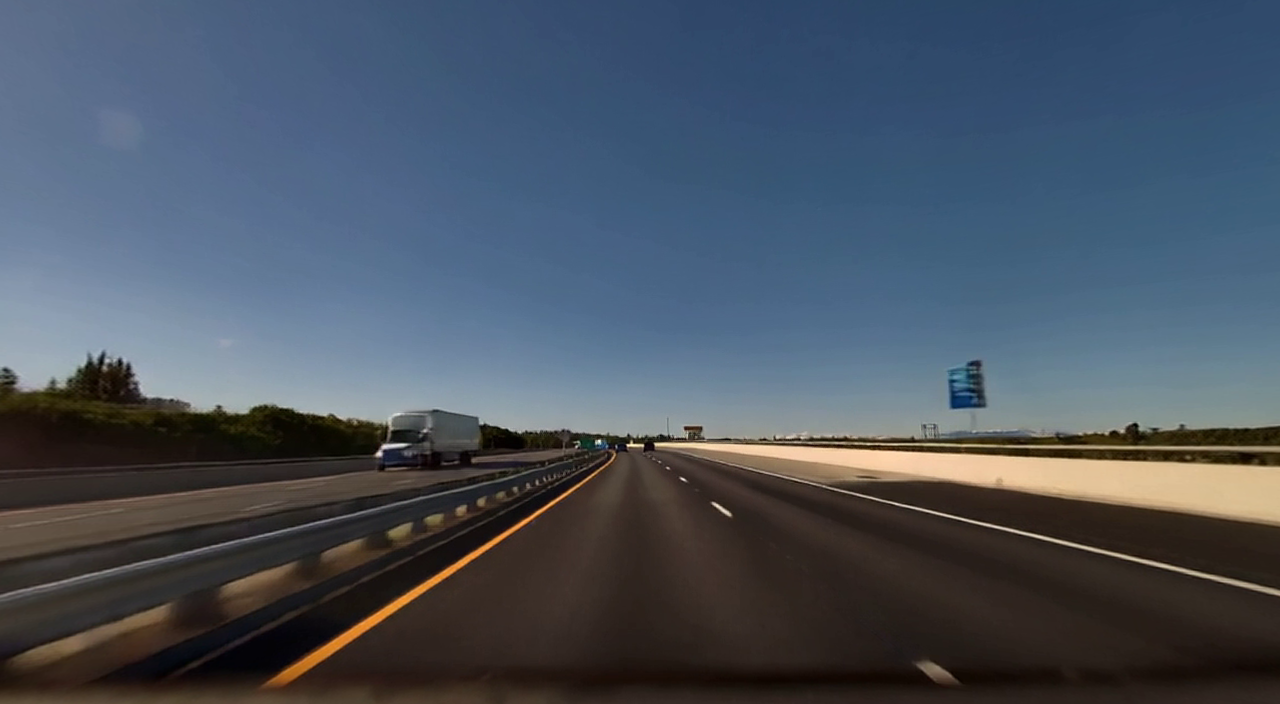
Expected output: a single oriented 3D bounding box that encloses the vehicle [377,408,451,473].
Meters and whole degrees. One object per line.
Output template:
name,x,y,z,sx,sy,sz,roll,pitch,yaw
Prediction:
vehicle,-16.236,6.423,45.461,3.730,4.427,4.152,0,-9,-1
